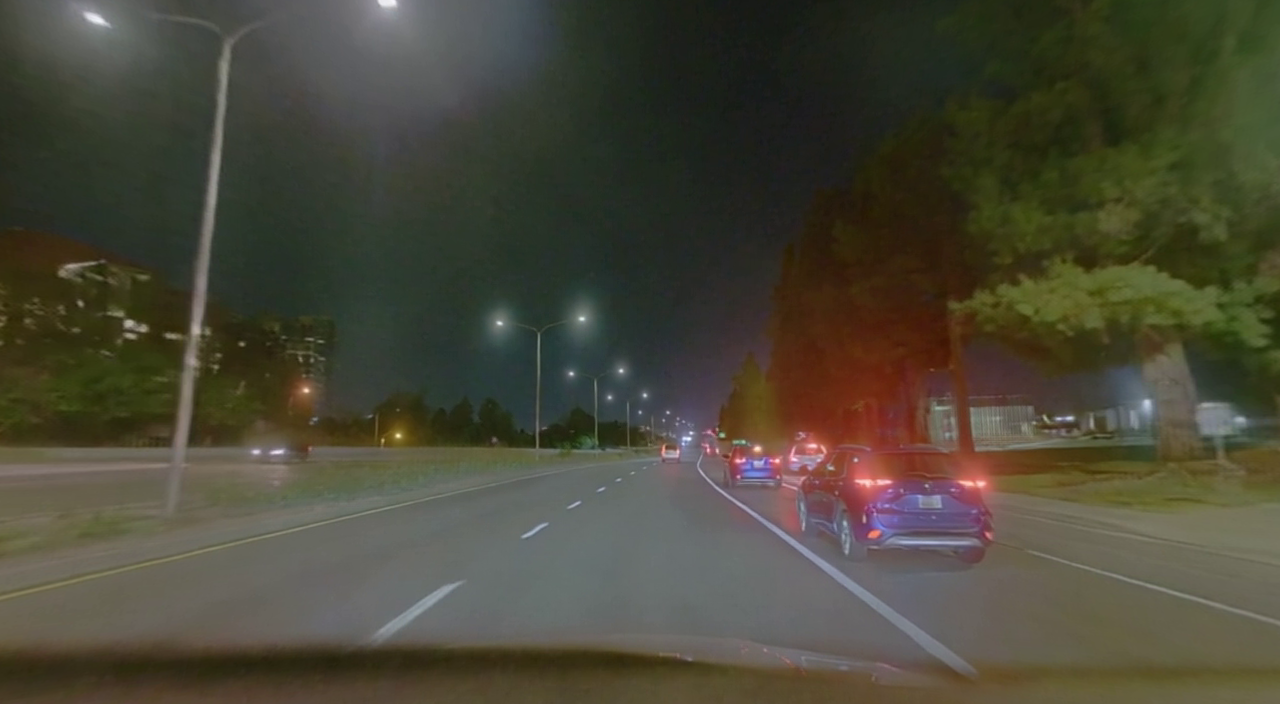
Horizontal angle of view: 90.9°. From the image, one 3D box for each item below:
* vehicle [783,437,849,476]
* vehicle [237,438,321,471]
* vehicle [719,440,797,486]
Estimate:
[{"bbox_3d":[8.735,5.236,31.753,2.104,1.801,4.628,0,-8,2],"label":"vehicle"},{"bbox_3d":[-19.370,5.487,34.085,2.140,1.626,4.526,0,-8,-5],"label":"vehicle"},{"bbox_3d":[4.168,3.992,22.989,1.981,1.499,4.536,0,-8,0],"label":"vehicle"}]
